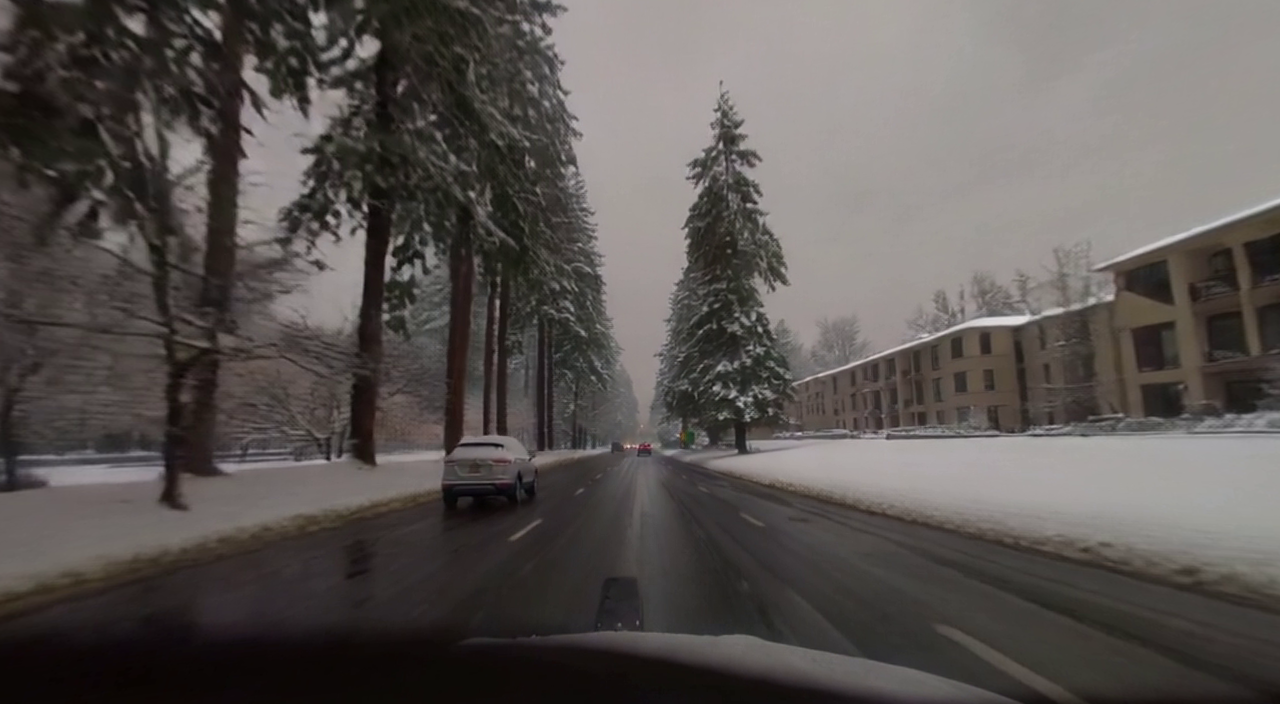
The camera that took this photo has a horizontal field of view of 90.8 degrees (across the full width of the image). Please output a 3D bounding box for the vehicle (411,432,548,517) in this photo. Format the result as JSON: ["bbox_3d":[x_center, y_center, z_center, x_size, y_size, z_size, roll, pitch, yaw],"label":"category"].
[{"bbox_3d":[-3.354,2.644,14.117,1.942,1.588,4.172,0,-9,0],"label":"vehicle"}]
